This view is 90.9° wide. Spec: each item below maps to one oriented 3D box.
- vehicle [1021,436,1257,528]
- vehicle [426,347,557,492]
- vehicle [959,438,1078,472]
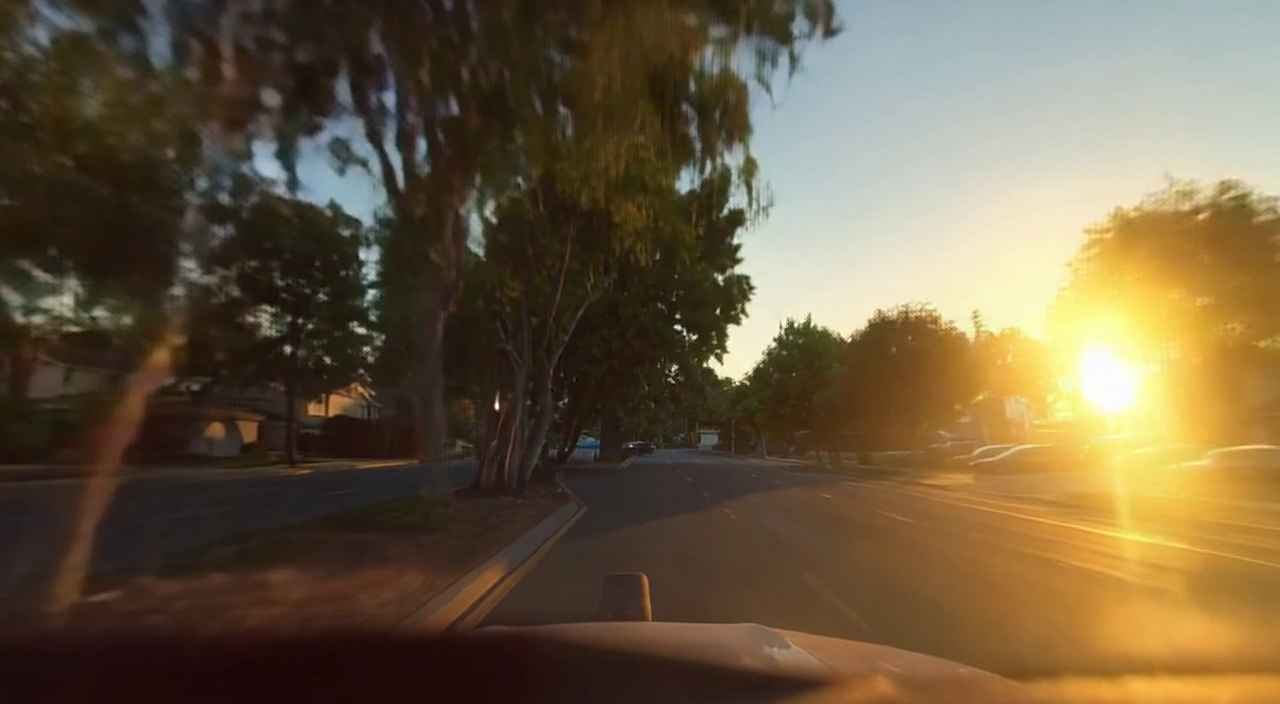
[{"bbox_3d":[11.214,2.899,14.704,1.976,1.780,4.352,0,-8,2],"label":"vehicle"},{"bbox_3d":[-4.079,1.987,18.208,3.008,3.786,3.422,0,-8,-3],"label":"vehicle"},{"bbox_3d":[21.546,5.885,36.008,5.374,1.825,2.157,0,-8,0],"label":"vehicle"}]
